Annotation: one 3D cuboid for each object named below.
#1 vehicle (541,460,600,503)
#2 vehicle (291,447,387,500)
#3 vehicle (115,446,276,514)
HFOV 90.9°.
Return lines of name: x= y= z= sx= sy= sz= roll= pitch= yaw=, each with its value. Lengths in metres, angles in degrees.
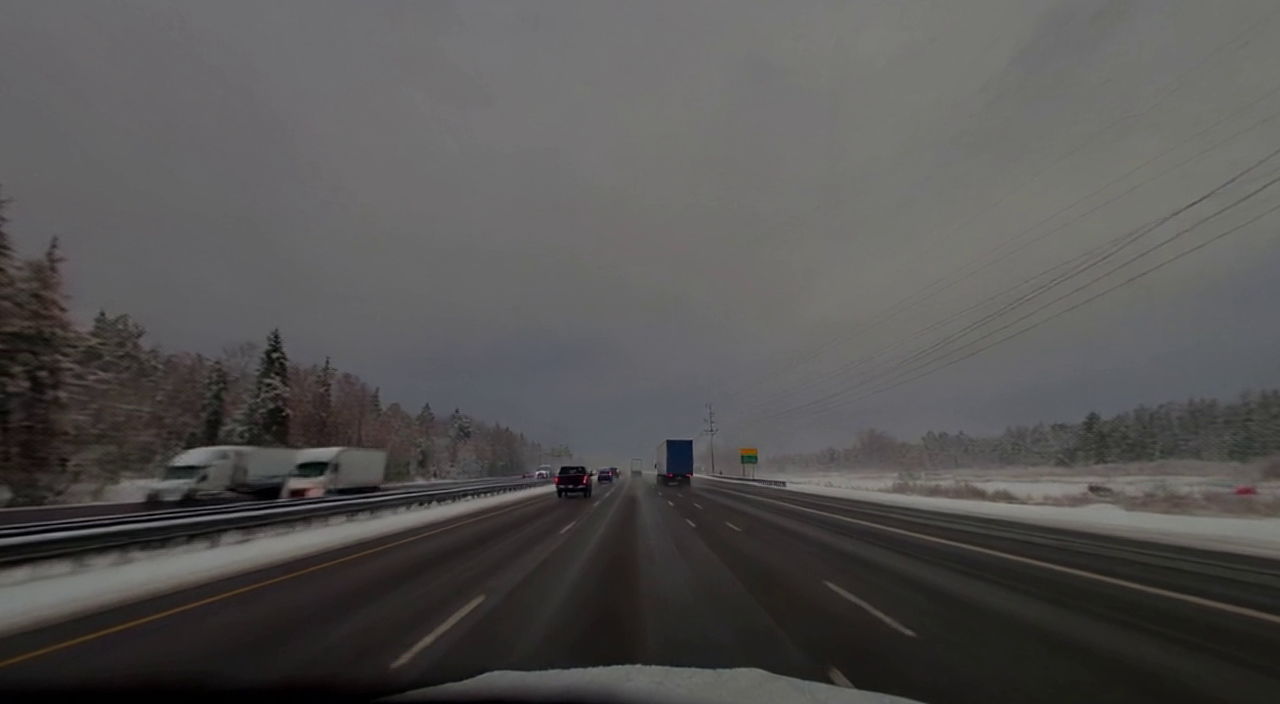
vehicle: x=-2.992 y=5.723 z=28.102 sx=2.065 sy=1.722 sz=4.441 roll=1 pitch=-11 yaw=0
vehicle: x=-15.982 y=6.513 z=33.877 sx=2.316 sy=2.515 sz=5.621 roll=1 pitch=-11 yaw=0
vehicle: x=-19.985 y=5.828 z=28.963 sx=2.300 sy=2.675 sz=6.963 roll=1 pitch=-11 yaw=-1
